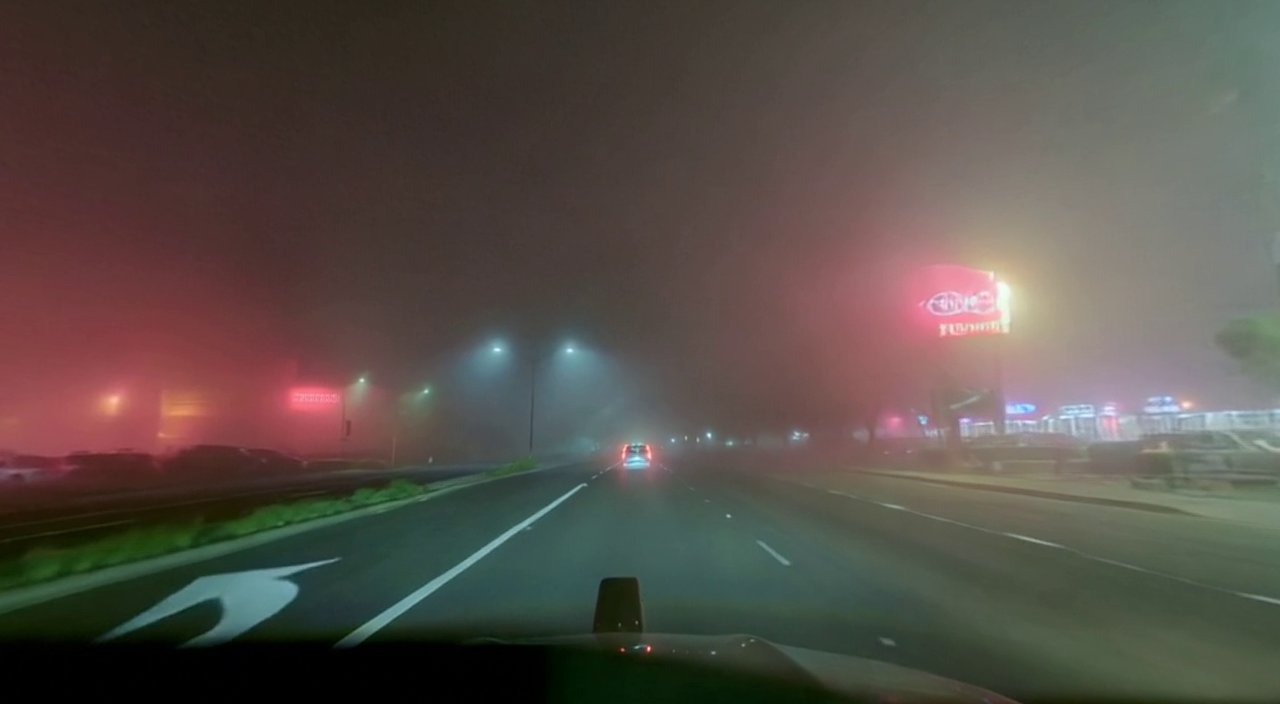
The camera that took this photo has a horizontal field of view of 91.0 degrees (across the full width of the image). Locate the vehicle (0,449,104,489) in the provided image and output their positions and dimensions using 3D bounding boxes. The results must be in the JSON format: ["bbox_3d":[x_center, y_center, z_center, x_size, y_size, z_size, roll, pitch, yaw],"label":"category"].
[{"bbox_3d":[-26.812,5.115,27.749,4.444,1.630,2.287,-1,-8,6],"label":"vehicle"}]

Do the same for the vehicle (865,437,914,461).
[{"bbox_3d":[18.950,7.405,48.088,1.894,1.706,4.583,0,-9,1],"label":"vehicle"}]

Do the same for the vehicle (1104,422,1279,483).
[{"bbox_3d":[17.927,3.138,19.712,5.083,1.778,2.063,0,-9,1],"label":"vehicle"}]

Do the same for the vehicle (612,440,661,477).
[{"bbox_3d":[-0.188,4.567,27.213,1.998,1.452,3.773,0,-8,-1],"label":"vehicle"}]

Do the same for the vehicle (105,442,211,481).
[{"bbox_3d":[-26.987,6.146,35.356,4.087,1.755,2.304,-5,-9,1],"label":"vehicle"}]

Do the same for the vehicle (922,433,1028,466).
[{"bbox_3d":[17.040,4.961,32.149,4.224,1.614,2.028,0,-9,-1],"label":"vehicle"}]
